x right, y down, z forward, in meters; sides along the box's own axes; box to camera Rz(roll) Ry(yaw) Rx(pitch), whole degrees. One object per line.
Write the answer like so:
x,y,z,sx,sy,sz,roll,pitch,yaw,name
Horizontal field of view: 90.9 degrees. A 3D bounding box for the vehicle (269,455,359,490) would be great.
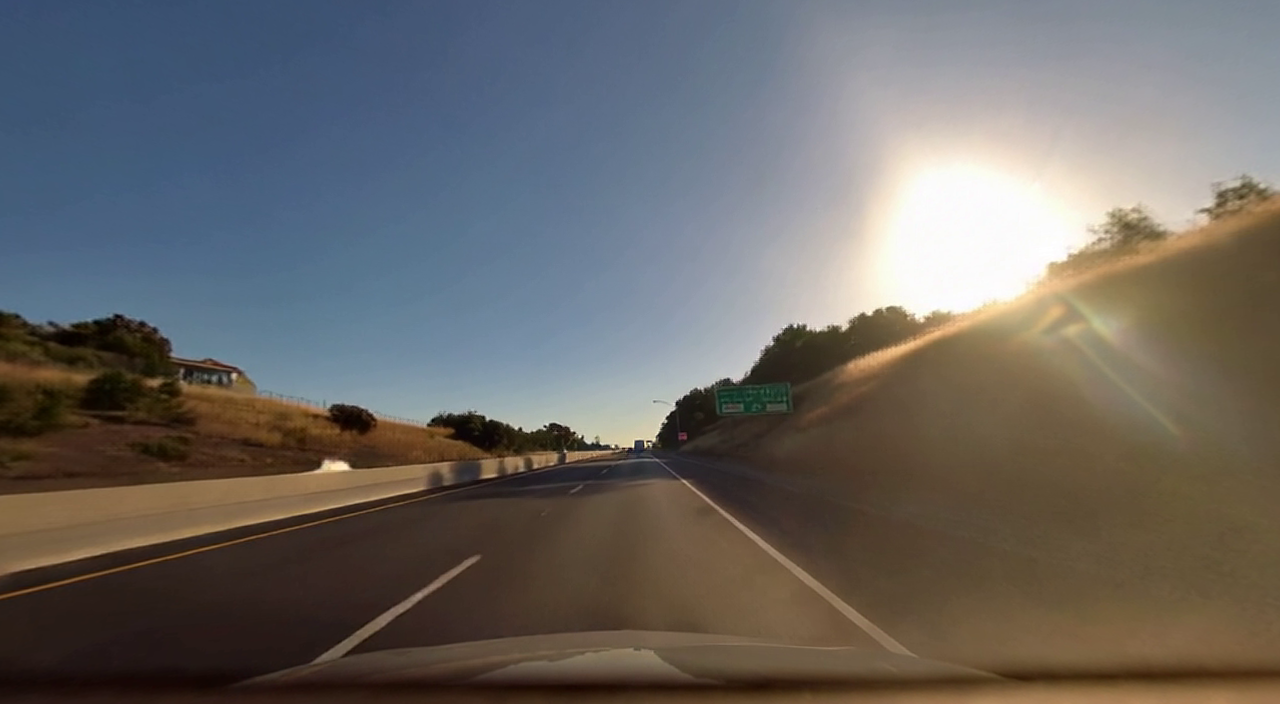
-16.319,6.057,31.863,2.089,1.568,4.491,0,-9,1,vehicle
